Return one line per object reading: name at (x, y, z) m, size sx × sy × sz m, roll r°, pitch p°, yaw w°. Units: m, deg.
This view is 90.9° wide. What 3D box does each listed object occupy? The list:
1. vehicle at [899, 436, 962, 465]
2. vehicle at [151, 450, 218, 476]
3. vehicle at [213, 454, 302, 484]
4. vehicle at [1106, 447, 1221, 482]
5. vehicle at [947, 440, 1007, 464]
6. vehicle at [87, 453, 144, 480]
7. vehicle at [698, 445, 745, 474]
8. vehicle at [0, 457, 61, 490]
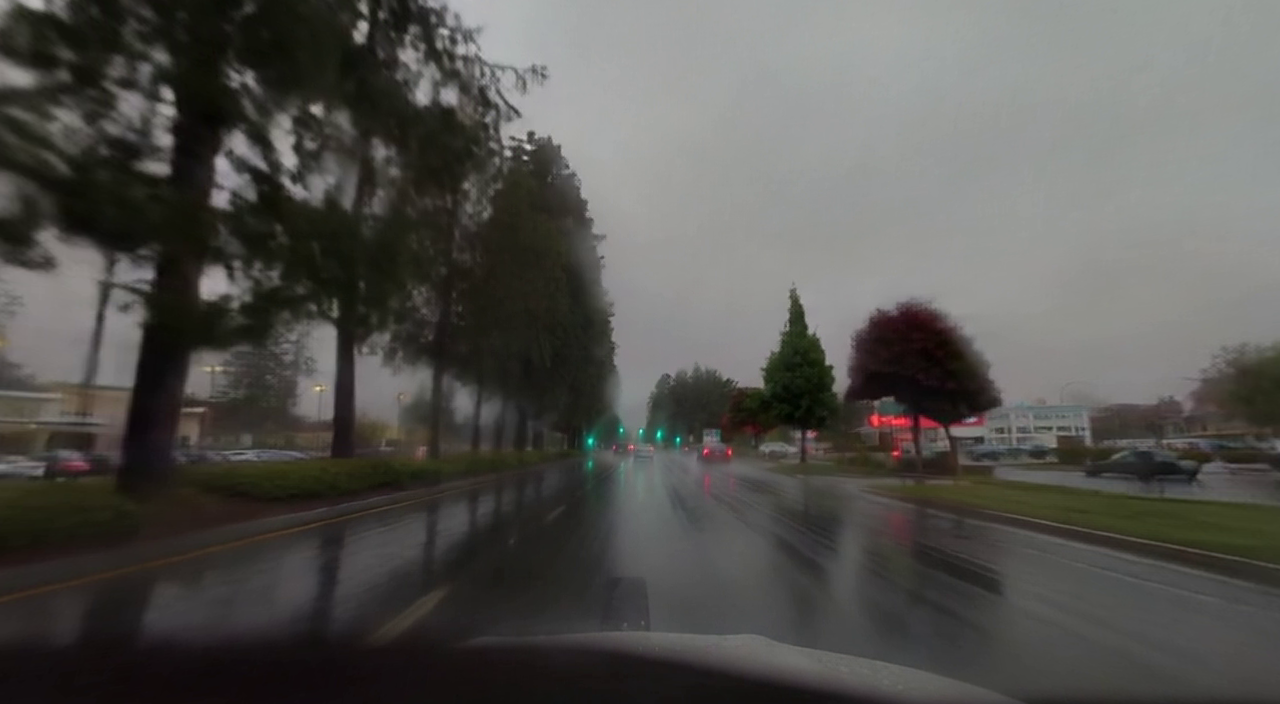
vehicle at (21.326, 7.257, 46.553) m, size 2.124 × 1.920 × 5.946 m, roll 0°, pitch -9°, yaw 3°
vehicle at (-31.544, 7.660, 43.807) m, size 2.026 × 1.692 × 4.523 m, roll 2°, pitch -9°, yaw -13°
vehicle at (-22.502, 6.891, 37.344) m, size 2.111 × 1.500 × 5.131 m, roll -1°, pitch -8°, yaw -1°
vehicle at (26.408, 5.649, 31.993) m, size 1.959 × 1.646 × 4.226 m, roll 1°, pitch -8°, yaw -4°
vehicle at (24.685, 7.349, 46.386) m, size 1.894 × 1.656 × 4.841 m, roll 0°, pitch -8°, yaw 2°
vehicle at (-32.867, 7.142, 39.582) m, size 1.795 × 1.567 × 4.241 m, roll 5°, pitch -10°, yaw -28°
vehicle at (4.371, 5.856, 34.577) m, size 1.916 × 1.459 × 4.335 m, roll 0°, pitch -8°, yaw -1°
vehicle at (-31.829, 6.113, 31.706) m, size 1.732 × 1.526 × 3.827 m, roll -1°, pitch -9°, yaw -1°
